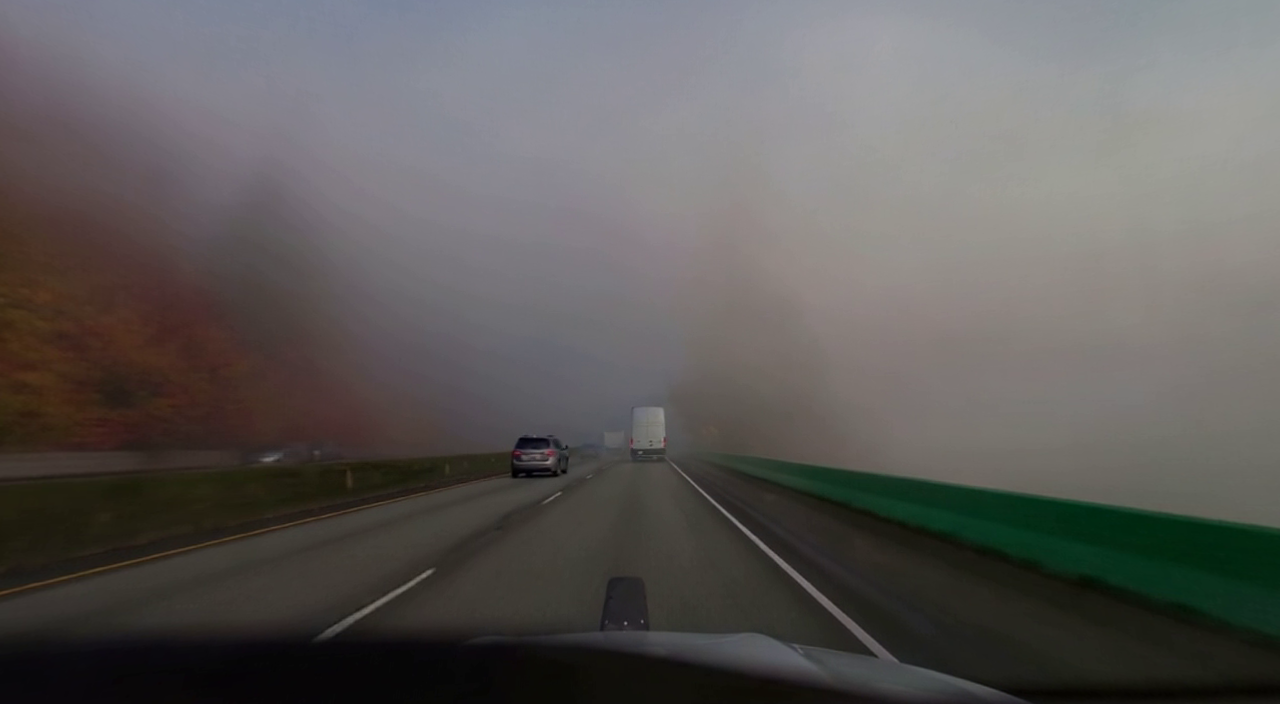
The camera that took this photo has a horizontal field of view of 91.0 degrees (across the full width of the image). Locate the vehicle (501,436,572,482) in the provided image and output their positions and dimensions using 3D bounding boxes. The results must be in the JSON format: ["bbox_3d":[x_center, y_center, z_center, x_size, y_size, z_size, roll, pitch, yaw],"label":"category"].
[{"bbox_3d":[-3.751,3.936,23.461,1.927,1.556,3.921,0,-8,1],"label":"vehicle"}]

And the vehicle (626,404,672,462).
[{"bbox_3d":[0.672,5.884,45.332,2.933,3.701,10.425,0,-8,1],"label":"vehicle"}]

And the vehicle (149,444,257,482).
[{"bbox_3d":[-22.557,5.710,32.776,2.196,1.757,4.961,0,-8,-2],"label":"vehicle"}]

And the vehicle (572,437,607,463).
[{"bbox_3d":[-3.286,6.497,41.889,1.962,1.575,4.158,0,-8,0],"label":"vehicle"}]
